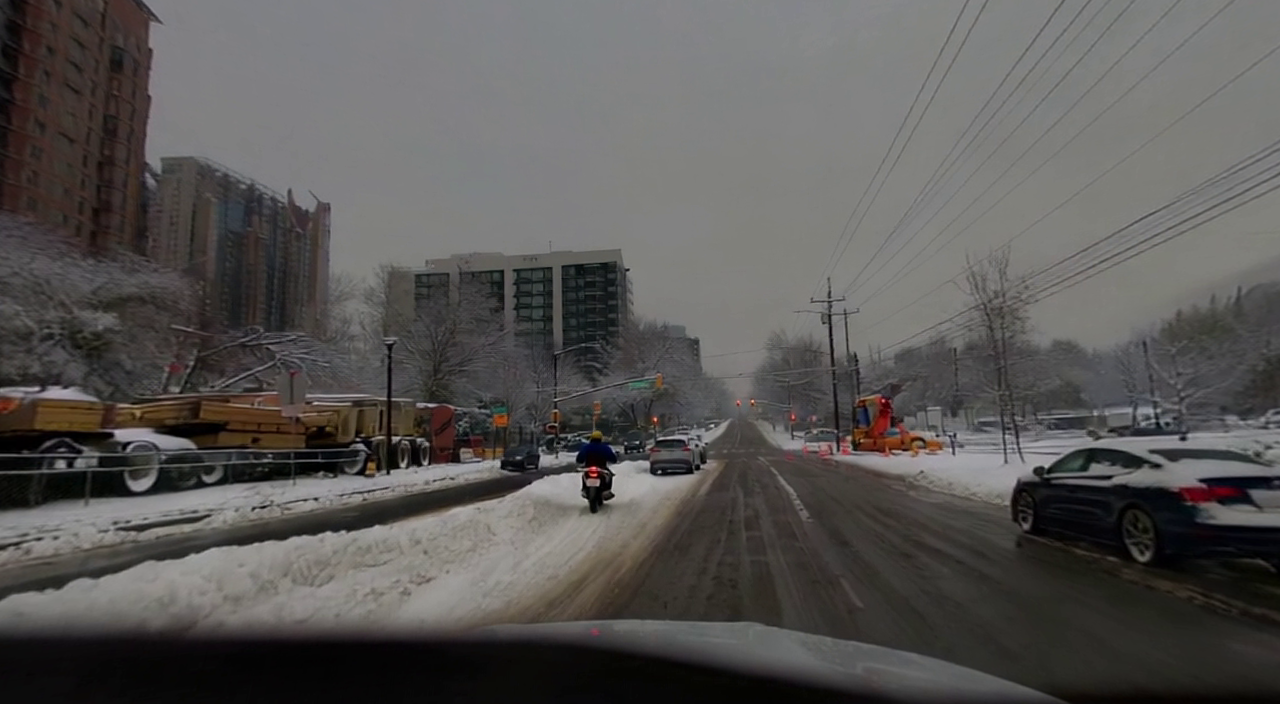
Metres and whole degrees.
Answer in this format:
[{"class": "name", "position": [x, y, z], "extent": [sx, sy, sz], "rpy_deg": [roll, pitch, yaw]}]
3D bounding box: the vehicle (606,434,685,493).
[{"class": "vehicle", "position": [0.275, 3.405, 19.621], "extent": [1.925, 1.602, 4.090], "rpy_deg": [-1, -8, 8]}]

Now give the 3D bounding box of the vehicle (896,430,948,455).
[{"class": "vehicle", "position": [20.105, 6.498, 45.271], "extent": [1.918, 1.732, 4.650], "rpy_deg": [-1, -8, 5]}]

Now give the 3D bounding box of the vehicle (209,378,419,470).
[{"class": "vehicle", "position": [-13.761, 3.360, 28.239], "extent": [2.996, 3.170, 10.153], "rpy_deg": [-5, -9, 7]}]

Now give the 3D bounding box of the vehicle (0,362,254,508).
[{"class": "vehicle", "position": [-15.072, 2.291, 17.011], "extent": [2.990, 3.144, 9.080], "rpy_deg": [-1, -8, 5]}]

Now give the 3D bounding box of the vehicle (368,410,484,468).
[{"class": "vehicle", "position": [-12.905, 5.193, 39.585], "extent": [2.970, 2.938, 11.622], "rpy_deg": [-3, -5, 2]}]

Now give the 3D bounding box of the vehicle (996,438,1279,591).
[{"class": "vehicle", "position": [6.837, 1.893, 8.351], "extent": [1.973, 1.457, 4.522], "rpy_deg": [-1, -8, 6]}]
